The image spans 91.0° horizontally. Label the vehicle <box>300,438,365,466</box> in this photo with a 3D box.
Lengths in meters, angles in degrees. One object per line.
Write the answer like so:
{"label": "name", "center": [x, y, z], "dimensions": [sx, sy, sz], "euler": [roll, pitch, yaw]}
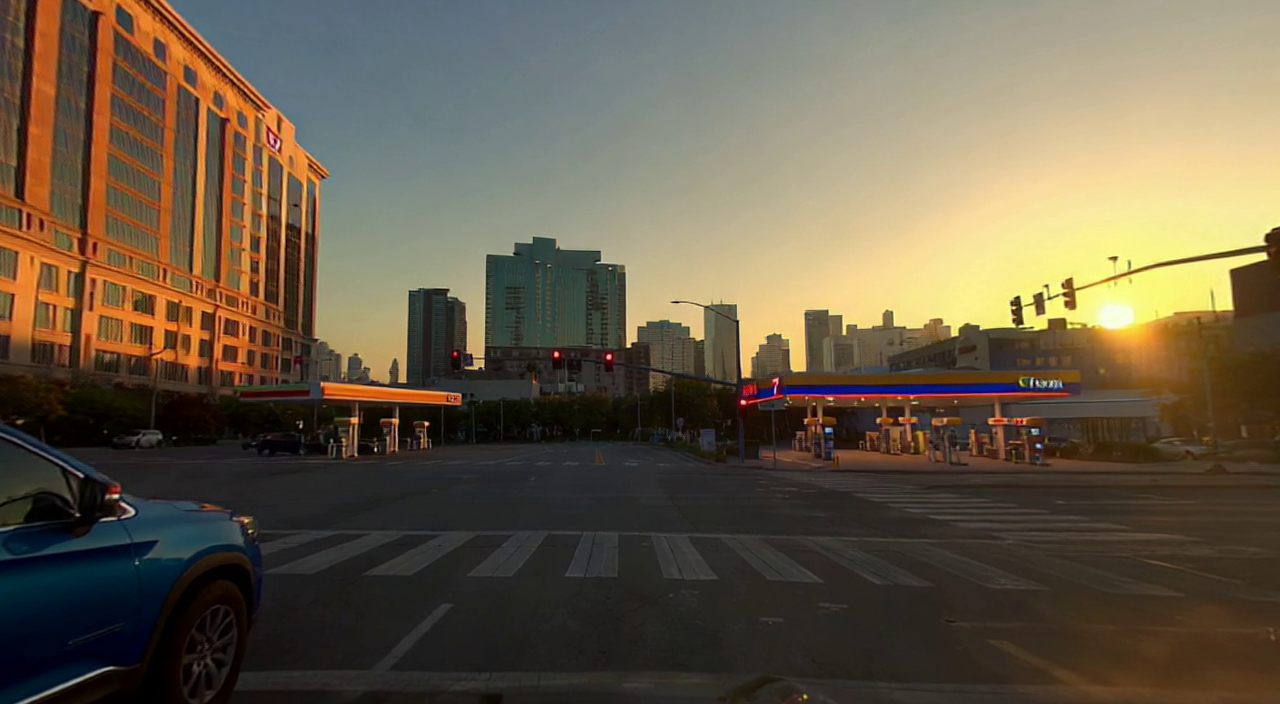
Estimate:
{"label": "vehicle", "center": [-20.456, 6.683, 42.164], "dimensions": [2.004, 1.699, 4.486], "euler": [0, -9, 1]}

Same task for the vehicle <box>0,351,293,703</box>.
{"label": "vehicle", "center": [-3.428, 0.803, 2.045], "dimensions": [2.053, 1.690, 4.364], "euler": [0, -9, 1]}
